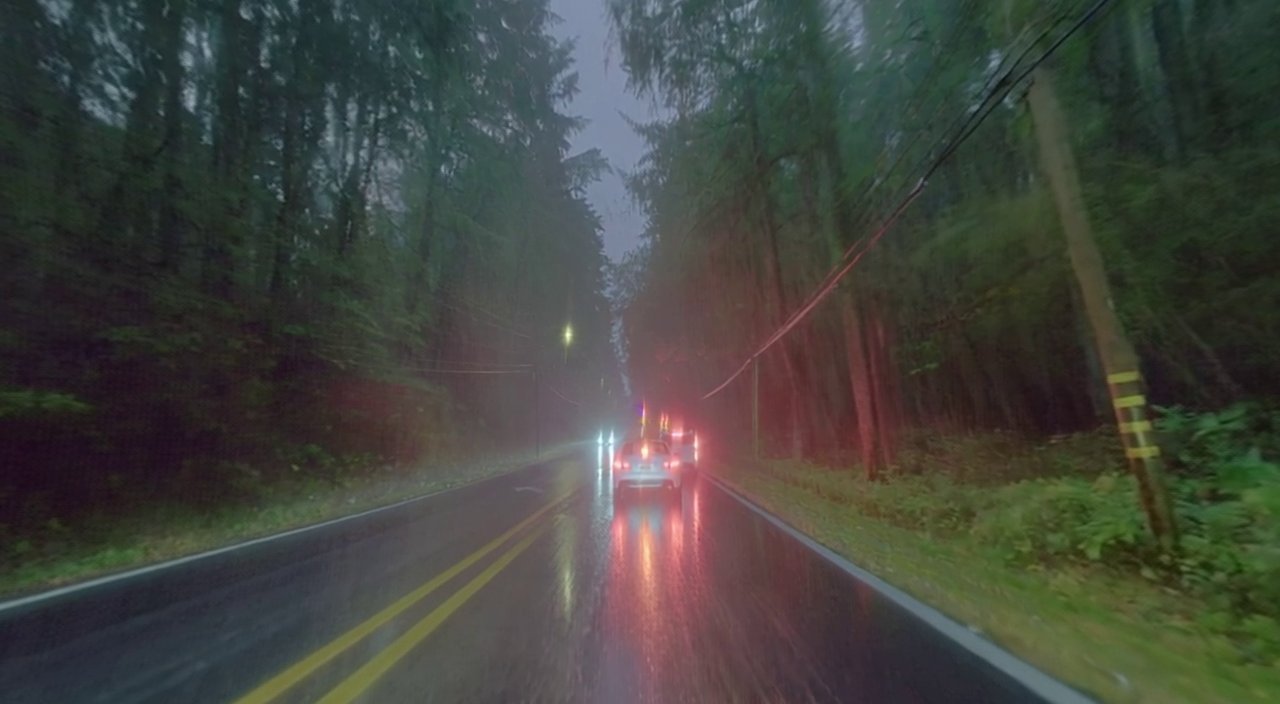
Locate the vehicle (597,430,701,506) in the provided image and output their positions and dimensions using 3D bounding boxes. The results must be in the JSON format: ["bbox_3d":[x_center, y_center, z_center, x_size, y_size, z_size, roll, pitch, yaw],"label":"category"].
[{"bbox_3d":[0.166,2.607,14.576,2.081,1.503,3.726,0,-8,-1],"label":"vehicle"}]
